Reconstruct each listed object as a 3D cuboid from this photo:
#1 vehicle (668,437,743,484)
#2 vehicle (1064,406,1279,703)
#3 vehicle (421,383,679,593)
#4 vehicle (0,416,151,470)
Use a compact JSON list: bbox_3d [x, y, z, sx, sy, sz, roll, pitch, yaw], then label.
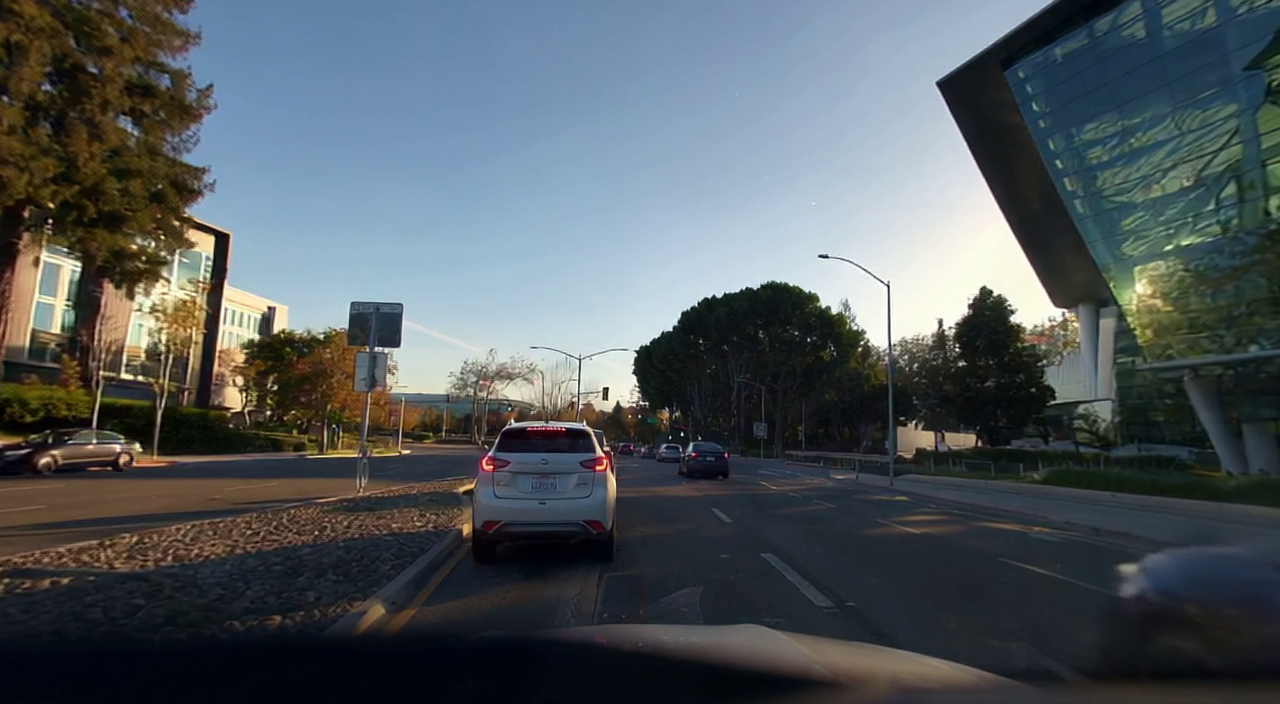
[{"bbox_3d":[2.680,4.612,26.997,2.301,1.716,4.856,3,-9,-4],"label":"vehicle"},{"bbox_3d":[3.202,0.763,0.786,2.205,1.537,4.895,-1,-8,4],"label":"vehicle"},{"bbox_3d":[-1.138,1.560,8.109,2.275,1.819,4.883,1,-9,-9],"label":"vehicle"},{"bbox_3d":[-18.830,2.961,20.458,1.911,1.542,4.748,0,-8,1],"label":"vehicle"}]
